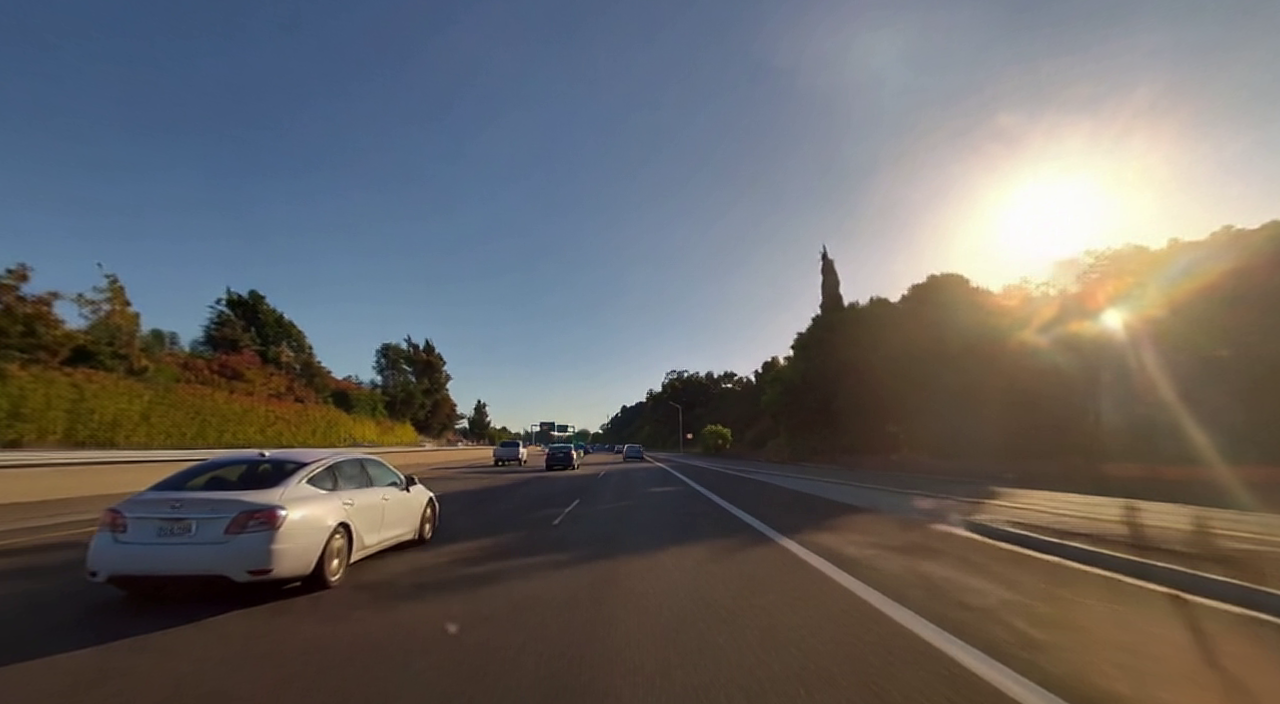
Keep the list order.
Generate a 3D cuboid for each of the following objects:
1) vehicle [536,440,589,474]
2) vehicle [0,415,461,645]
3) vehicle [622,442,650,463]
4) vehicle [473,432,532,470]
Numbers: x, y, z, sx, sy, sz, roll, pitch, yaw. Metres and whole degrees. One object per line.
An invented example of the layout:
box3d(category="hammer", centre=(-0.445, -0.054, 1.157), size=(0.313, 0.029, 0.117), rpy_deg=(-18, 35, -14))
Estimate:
box3d(category="vehicle", centre=(-3.699, 5.093, 30.816), size=(2.068, 1.501, 4.395), rpy_deg=(0, -8, -1))
box3d(category="vehicle", centre=(-3.474, 1.508, 6.454), size=(2.025, 1.506, 4.429), rpy_deg=(0, -8, 0))
box3d(category="vehicle", centre=(-0.364, 7.563, 47.645), size=(2.018, 1.508, 4.087), rpy_deg=(0, -8, -2))
box3d(category="vehicle", centre=(-7.644, 5.576, 35.746), size=(2.171, 1.982, 5.246), rpy_deg=(0, -8, -1))
